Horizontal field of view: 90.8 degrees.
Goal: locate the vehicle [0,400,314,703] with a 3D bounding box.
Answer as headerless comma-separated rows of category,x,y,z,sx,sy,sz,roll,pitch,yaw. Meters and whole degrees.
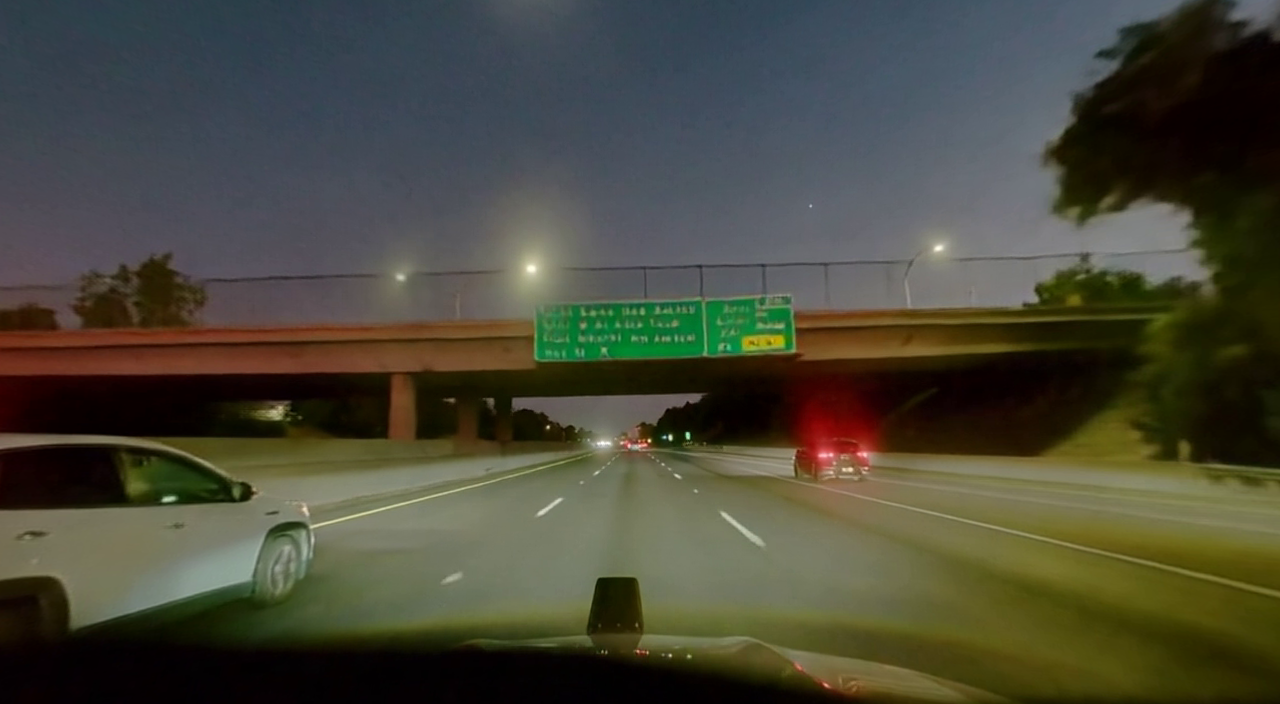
vehicle,-3.927,1.085,3.412,2.050,1.547,4.266,0,-8,0
